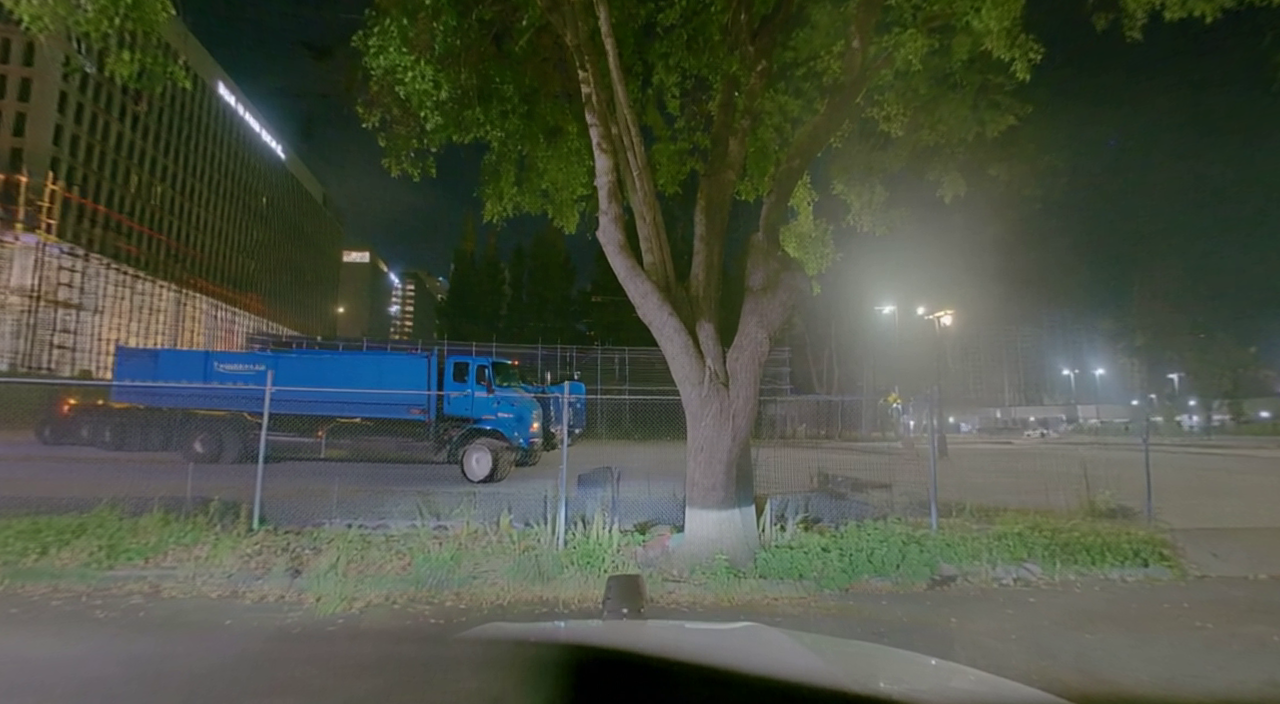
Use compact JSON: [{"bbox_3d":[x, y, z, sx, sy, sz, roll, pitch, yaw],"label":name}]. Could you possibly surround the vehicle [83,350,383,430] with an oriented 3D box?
[{"bbox_3d":[-22.741,2.396,36.467,14.067,4.099,2.832,3,-8,-15],"label":"vehicle"}]
